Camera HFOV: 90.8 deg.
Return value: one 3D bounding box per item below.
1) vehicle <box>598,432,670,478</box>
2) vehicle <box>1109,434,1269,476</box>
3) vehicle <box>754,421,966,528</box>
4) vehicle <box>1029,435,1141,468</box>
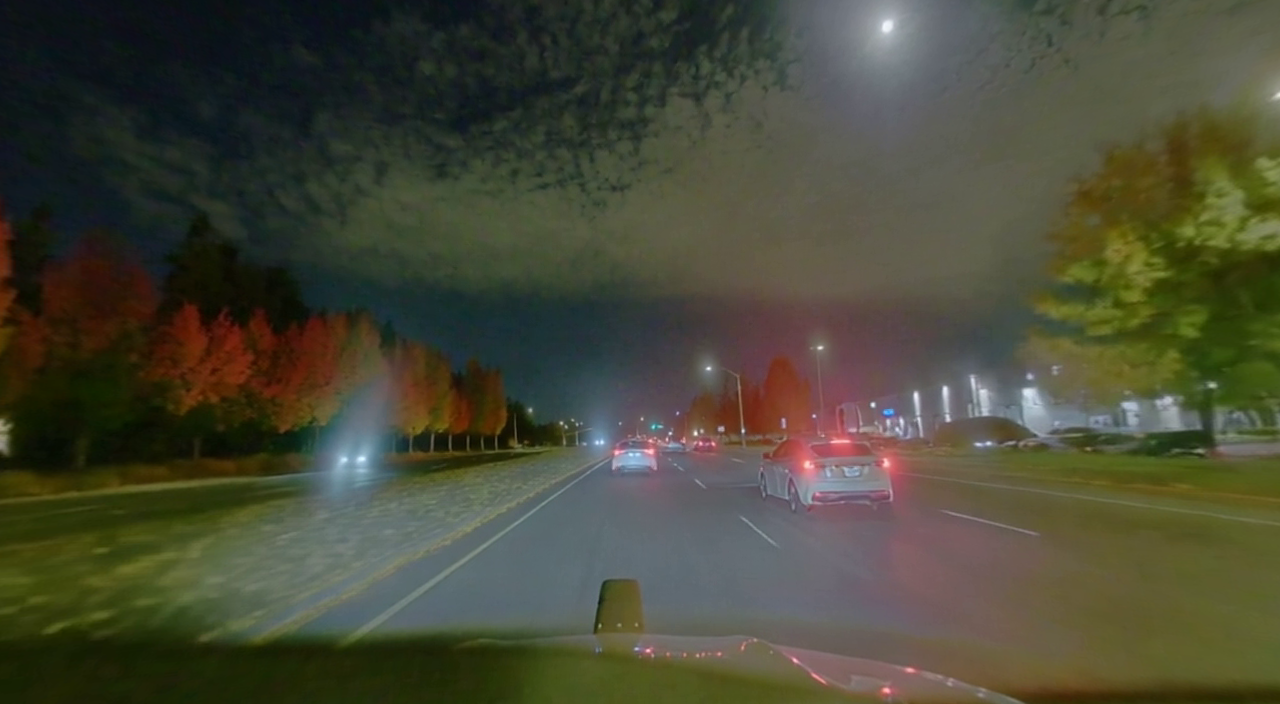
[{"bbox_3d":[-0.202,3.605,22.333,2.289,1.471,4.477,0,-8,0],"label":"vehicle"},{"bbox_3d":[20.989,3.960,24.495,1.890,1.445,4.805,0,-8,0],"label":"vehicle"},{"bbox_3d":[3.469,2.028,11.037,2.094,1.480,4.323,0,-8,-1],"label":"vehicle"},{"bbox_3d":[21.032,4.717,30.142,1.890,1.455,4.592,0,-8,-2],"label":"vehicle"}]
